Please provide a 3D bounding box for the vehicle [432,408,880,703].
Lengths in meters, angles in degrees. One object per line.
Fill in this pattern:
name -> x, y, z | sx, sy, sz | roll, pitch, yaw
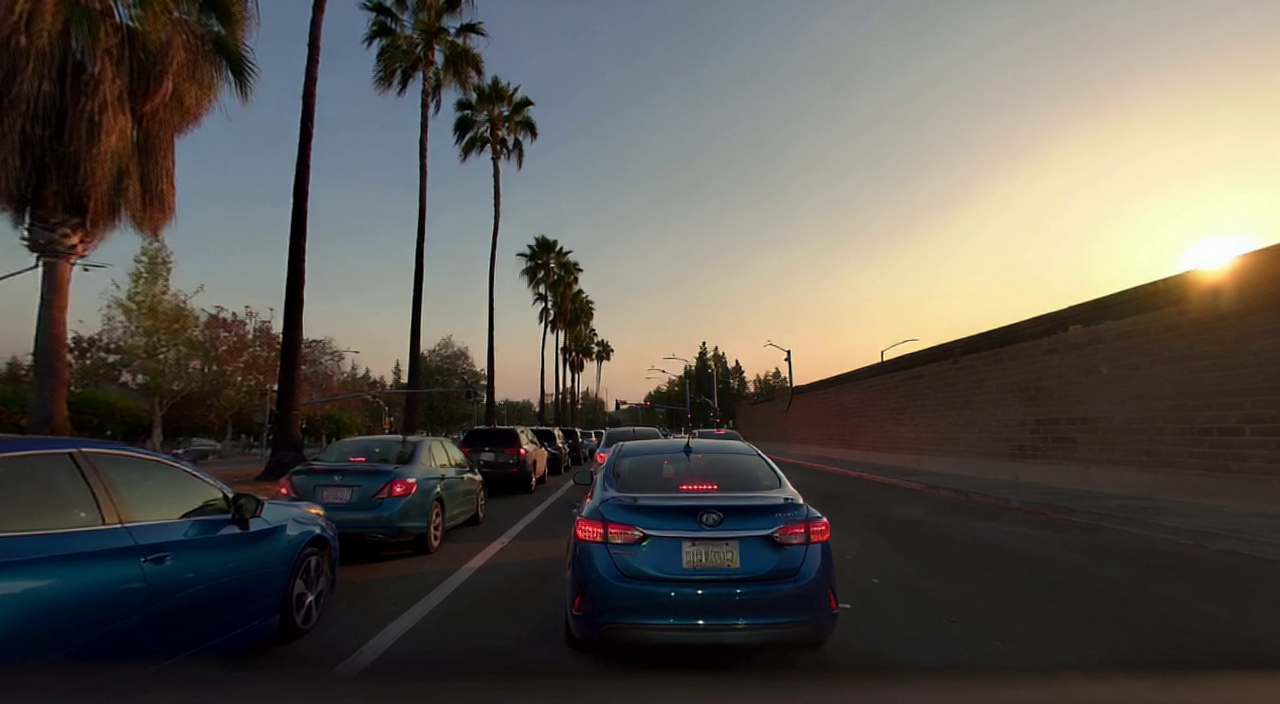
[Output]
vehicle -> 0.034, 1.331, 5.195 | 2.128, 1.473, 4.272 | 0, -8, -1

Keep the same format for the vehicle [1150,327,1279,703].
vehicle -> 2.892, 0.521, 0.346 | 2.112, 1.717, 4.432 | -2, -9, 11

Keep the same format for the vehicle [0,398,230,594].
vehicle -> -6.682, 1.401, 6.380 | 1.963, 1.721, 4.662 | 0, -8, -2

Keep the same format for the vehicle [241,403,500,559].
vehicle -> -3.524, 1.772, 9.264 | 2.055, 1.746, 4.136 | 0, -8, -2
